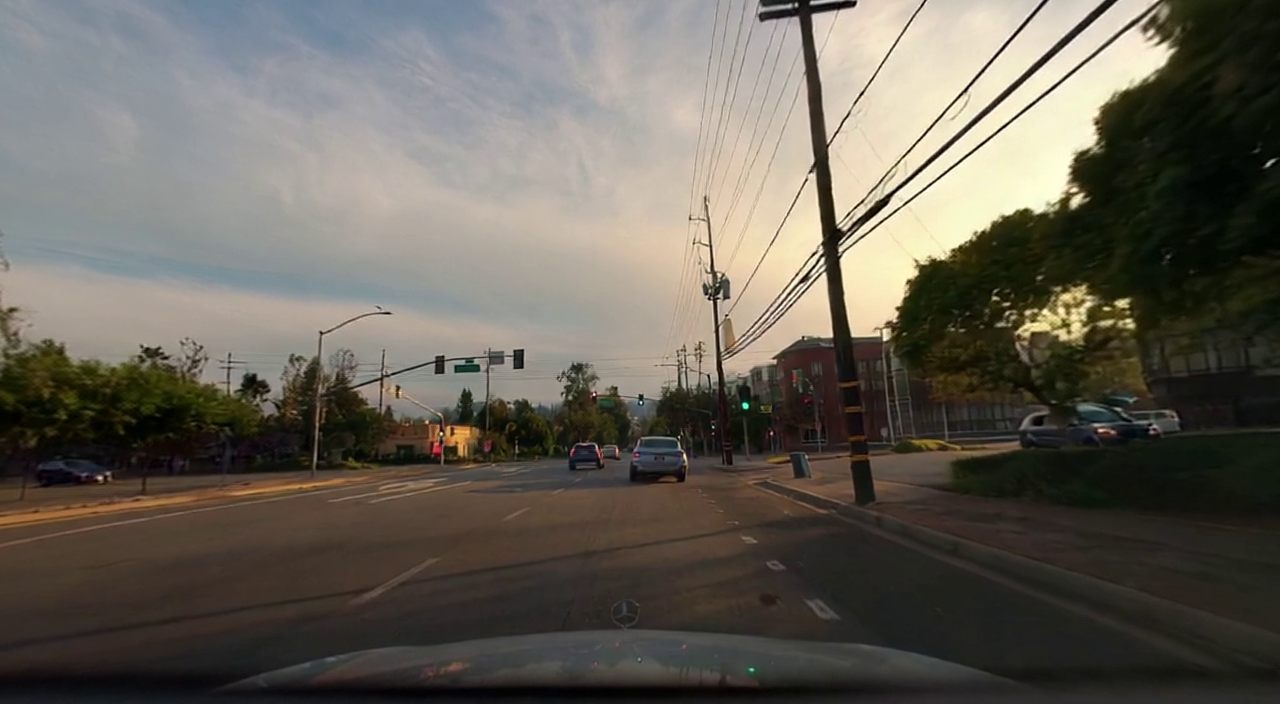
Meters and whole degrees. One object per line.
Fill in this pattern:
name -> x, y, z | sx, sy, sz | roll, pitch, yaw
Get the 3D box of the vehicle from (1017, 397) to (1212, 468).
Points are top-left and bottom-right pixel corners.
vehicle -> 14.442, 2.561, 19.803 | 2.225, 1.922, 5.243 | -1, -8, 3

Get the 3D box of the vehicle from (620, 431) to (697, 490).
vehicle -> 0.559, 3.332, 19.827 | 2.156, 1.636, 3.923 | 0, -8, 1

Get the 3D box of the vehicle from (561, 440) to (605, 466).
vehicle -> -3.386, 6.150, 38.534 | 2.153, 1.474, 4.284 | 0, -8, 2

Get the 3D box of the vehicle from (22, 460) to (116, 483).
vehicle -> -43.197, 9.032, 47.856 | 5.149, 1.515, 1.942 | 2, -10, -1
